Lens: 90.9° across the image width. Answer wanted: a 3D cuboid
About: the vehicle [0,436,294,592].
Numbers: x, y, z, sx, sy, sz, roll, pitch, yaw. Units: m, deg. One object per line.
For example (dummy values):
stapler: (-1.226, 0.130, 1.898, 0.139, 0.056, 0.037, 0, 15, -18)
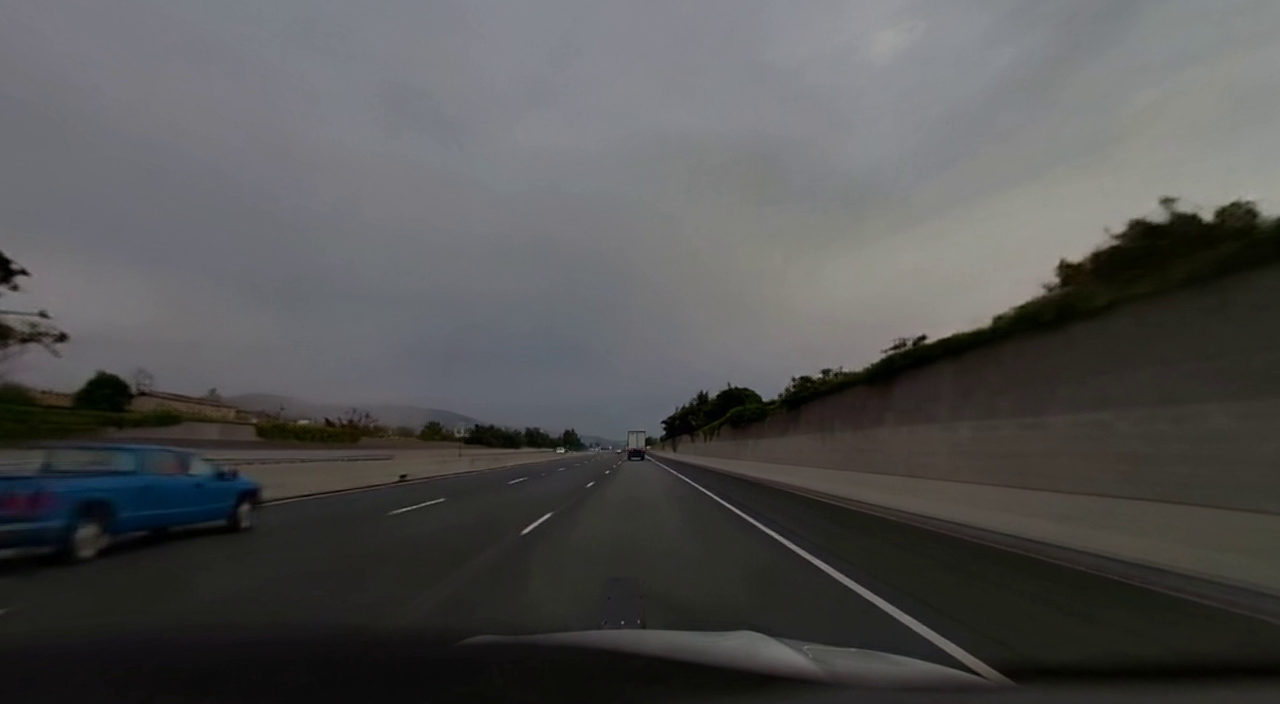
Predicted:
vehicle: (-7.088, 1.927, 8.434, 2.017, 1.468, 5.031, 0, -9, 0)
